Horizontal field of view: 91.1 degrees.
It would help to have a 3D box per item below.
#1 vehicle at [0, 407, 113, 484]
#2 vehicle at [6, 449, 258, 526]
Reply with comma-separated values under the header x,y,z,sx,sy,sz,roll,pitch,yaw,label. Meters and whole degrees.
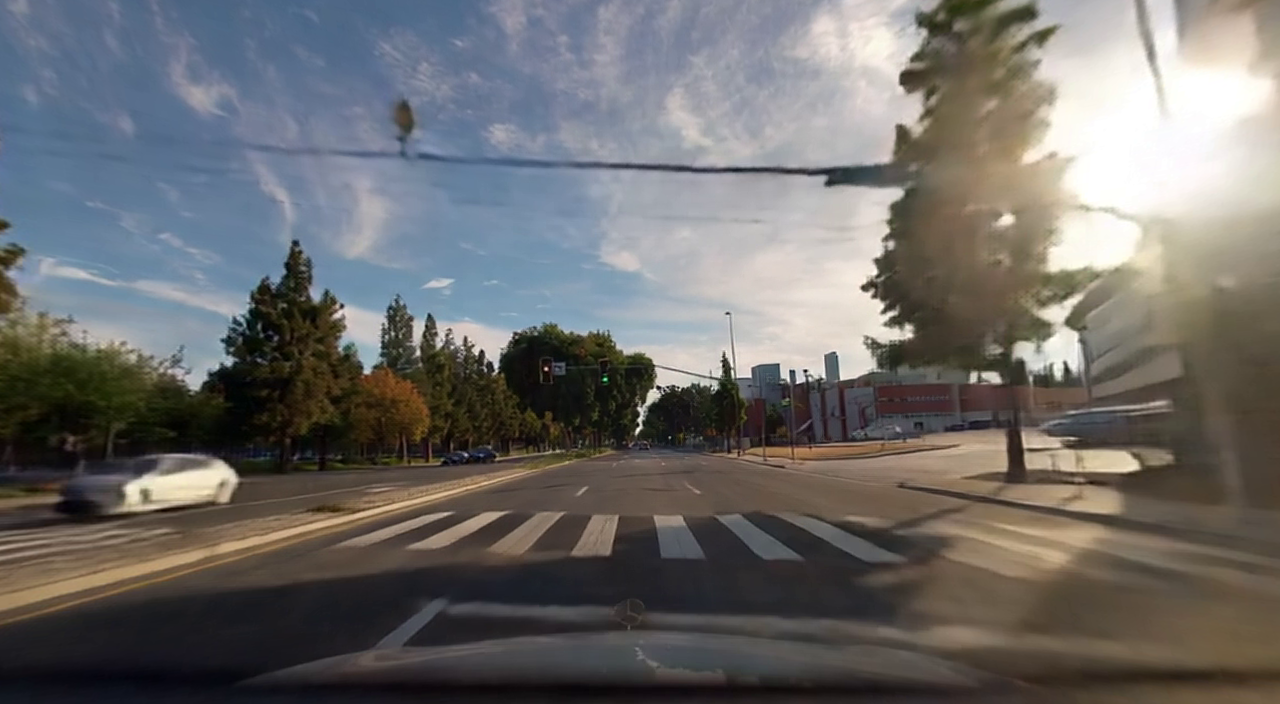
x,y,z,sx,sy,sz,roll,pitch,yaw,label
-30.766,4.506,30.088,2.818,3.500,8.930,-1,-8,3,vehicle
-11.356,3.018,14.622,2.058,1.453,4.580,0,-8,-1,vehicle
